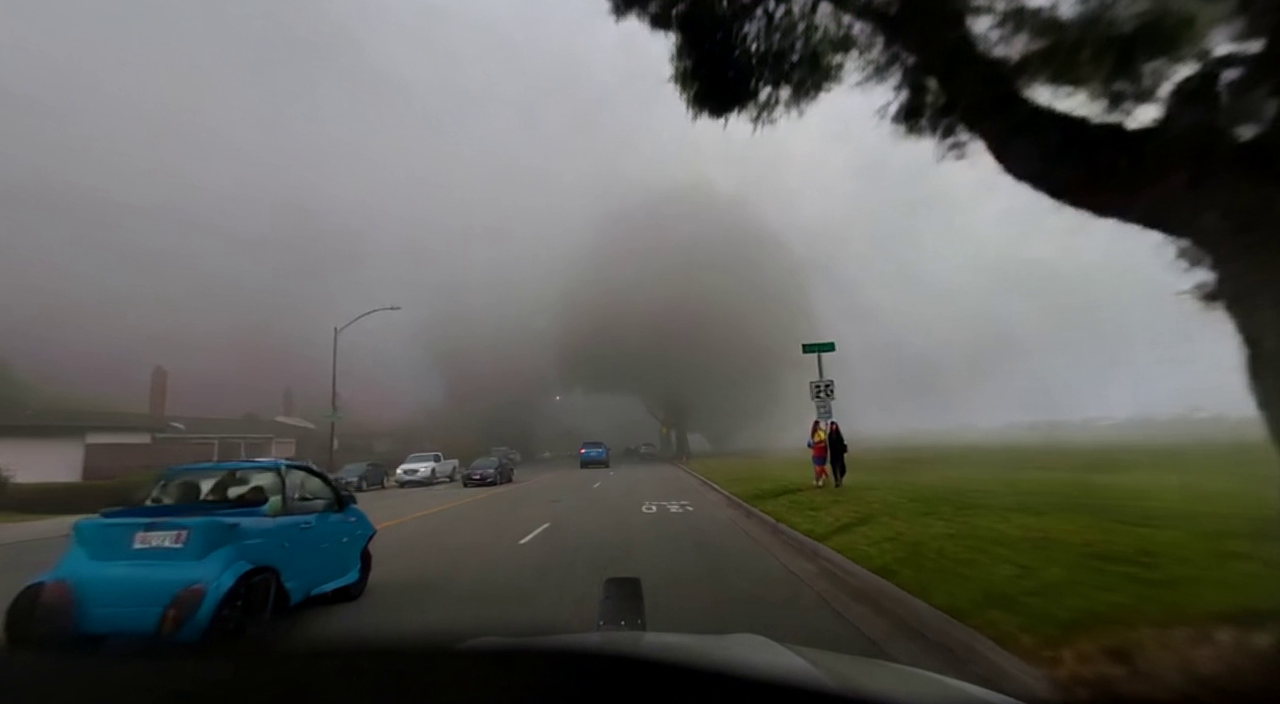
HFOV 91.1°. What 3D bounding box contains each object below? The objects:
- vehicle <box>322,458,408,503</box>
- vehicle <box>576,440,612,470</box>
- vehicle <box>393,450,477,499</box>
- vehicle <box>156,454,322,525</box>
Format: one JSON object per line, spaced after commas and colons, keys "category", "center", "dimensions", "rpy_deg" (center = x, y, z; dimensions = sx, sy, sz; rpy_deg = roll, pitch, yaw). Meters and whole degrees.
{"category": "vehicle", "center": [-12.172, 5.676, 28.111], "dimensions": [1.910, 1.462, 4.581], "rpy_deg": [-4, -7, -2]}
{"category": "vehicle", "center": [-2.921, 6.647, 40.588], "dimensions": [1.908, 1.809, 4.230], "rpy_deg": [-1, -8, 1]}
{"category": "vehicle", "center": [-8.950, 5.360, 27.929], "dimensions": [2.019, 1.907, 4.697], "rpy_deg": [0, -8, 1]}
{"category": "vehicle", "center": [-12.110, 4.116, 19.474], "dimensions": [1.904, 1.728, 4.997], "rpy_deg": [1, -8, -1]}
